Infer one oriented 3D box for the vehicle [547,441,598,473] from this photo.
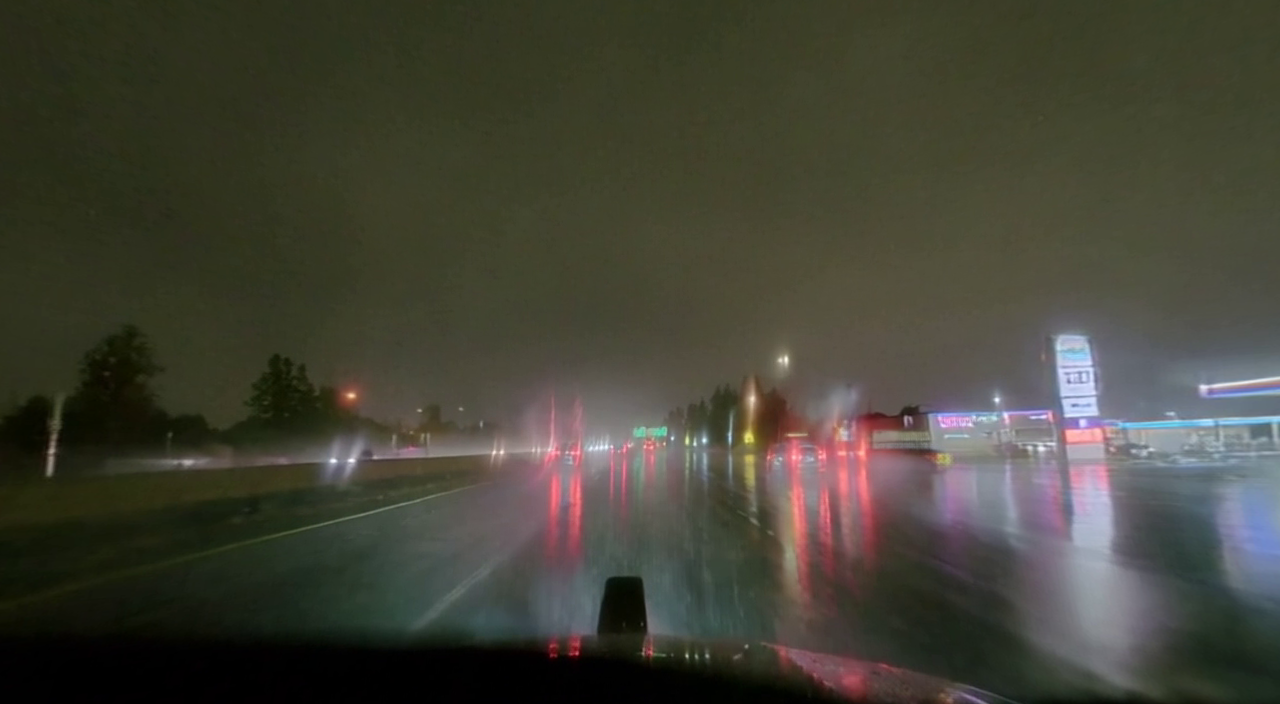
[{"bbox_3d":[-3.404,5.409,32.584,2.114,1.510,4.186,-1,-9,1],"label":"vehicle"}]
